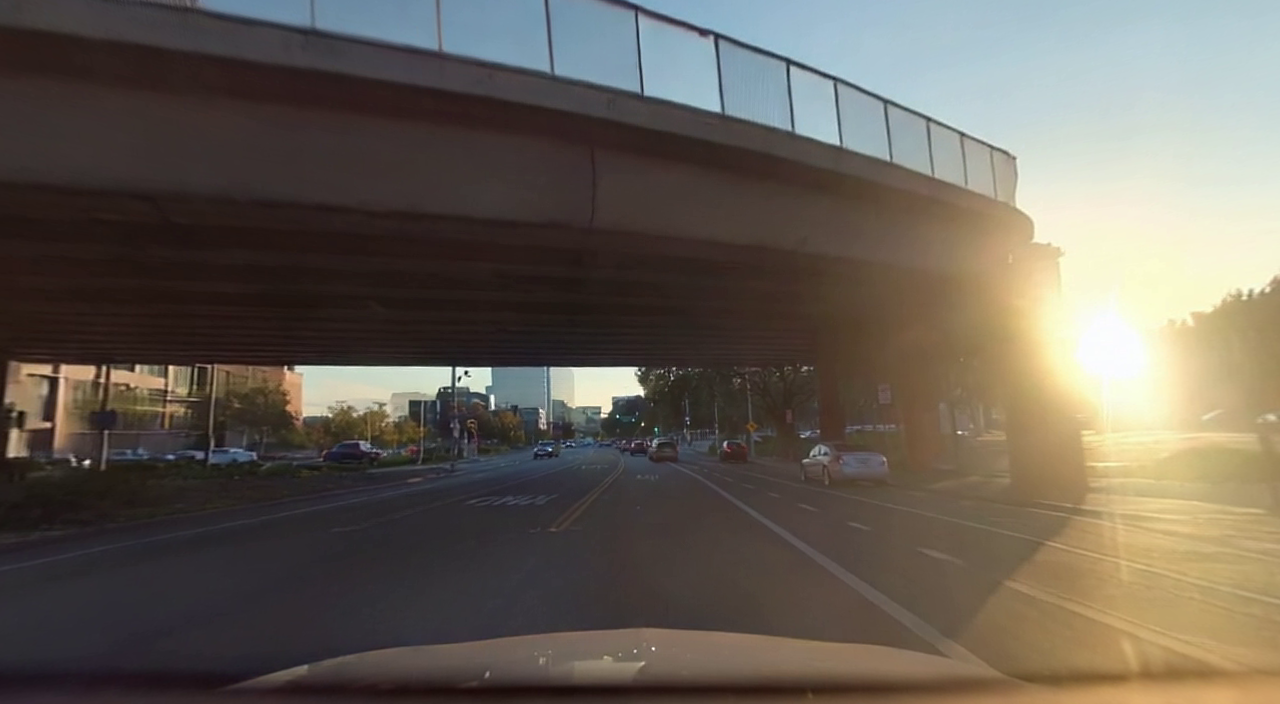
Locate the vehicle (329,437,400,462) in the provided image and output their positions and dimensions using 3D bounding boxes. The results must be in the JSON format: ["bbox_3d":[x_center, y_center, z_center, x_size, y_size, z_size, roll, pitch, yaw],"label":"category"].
[{"bbox_3d":[-20.488,7.236,46.980,4.335,1.772,1.927,0,-8,-4],"label":"vehicle"}]

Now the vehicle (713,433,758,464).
[{"bbox_3d":[6.403,6.550,42.871,2.154,1.915,4.908,0,-8,-1],"label":"vehicle"}]

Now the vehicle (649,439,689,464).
[{"bbox_3d":[1.783,6.308,39.935,2.280,1.475,4.051,0,-8,-1],"label":"vehicle"}]

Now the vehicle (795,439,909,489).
[{"bbox_3d":[6.756,3.602,20.691,2.035,1.435,4.481,0,-8,-2],"label":"vehicle"}]
